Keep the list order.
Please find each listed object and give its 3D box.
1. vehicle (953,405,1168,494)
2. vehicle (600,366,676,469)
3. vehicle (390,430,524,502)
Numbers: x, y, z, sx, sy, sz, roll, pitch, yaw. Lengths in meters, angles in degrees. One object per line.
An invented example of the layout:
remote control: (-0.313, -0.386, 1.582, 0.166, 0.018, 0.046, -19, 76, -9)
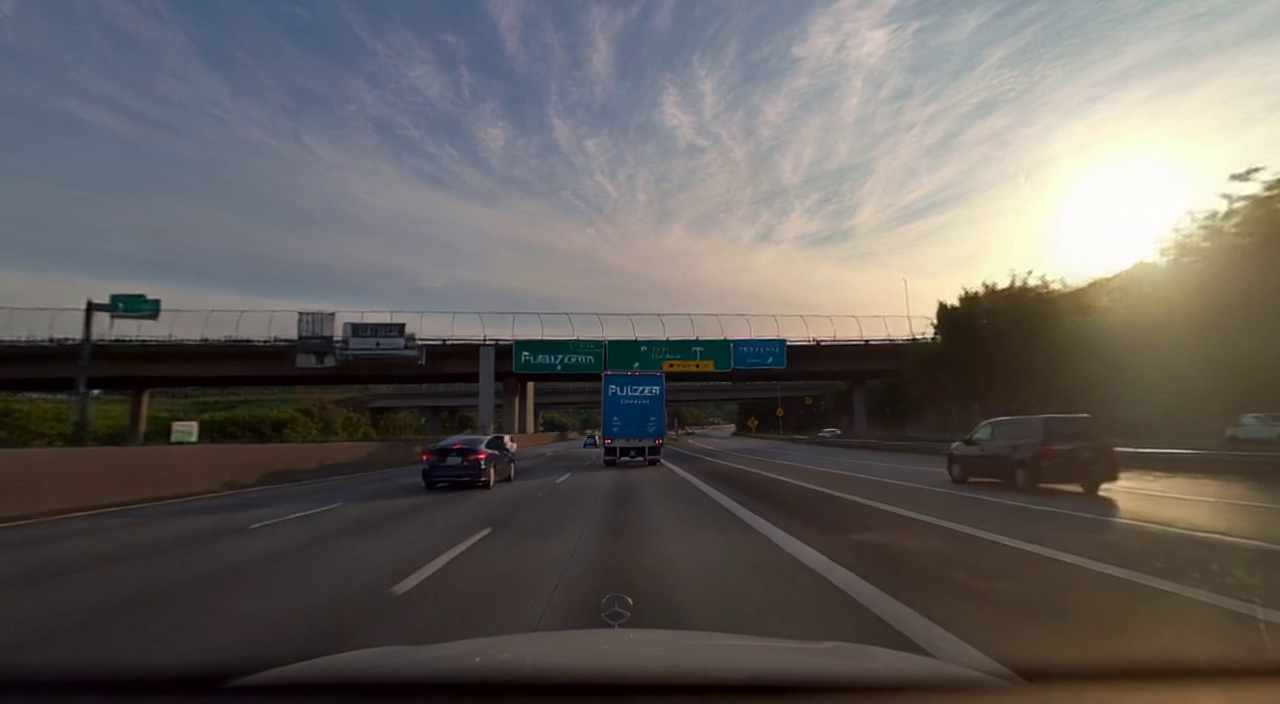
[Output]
vehicle: (9.938, 2.350, 15.471, 2.052, 1.841, 4.481, 0, -8, -2)
vehicle: (-0.247, 3.321, 30.309, 2.926, 3.959, 11.818, 0, -8, -2)
vehicle: (-4.109, 2.601, 14.947, 1.943, 1.446, 4.158, 0, -8, 0)
